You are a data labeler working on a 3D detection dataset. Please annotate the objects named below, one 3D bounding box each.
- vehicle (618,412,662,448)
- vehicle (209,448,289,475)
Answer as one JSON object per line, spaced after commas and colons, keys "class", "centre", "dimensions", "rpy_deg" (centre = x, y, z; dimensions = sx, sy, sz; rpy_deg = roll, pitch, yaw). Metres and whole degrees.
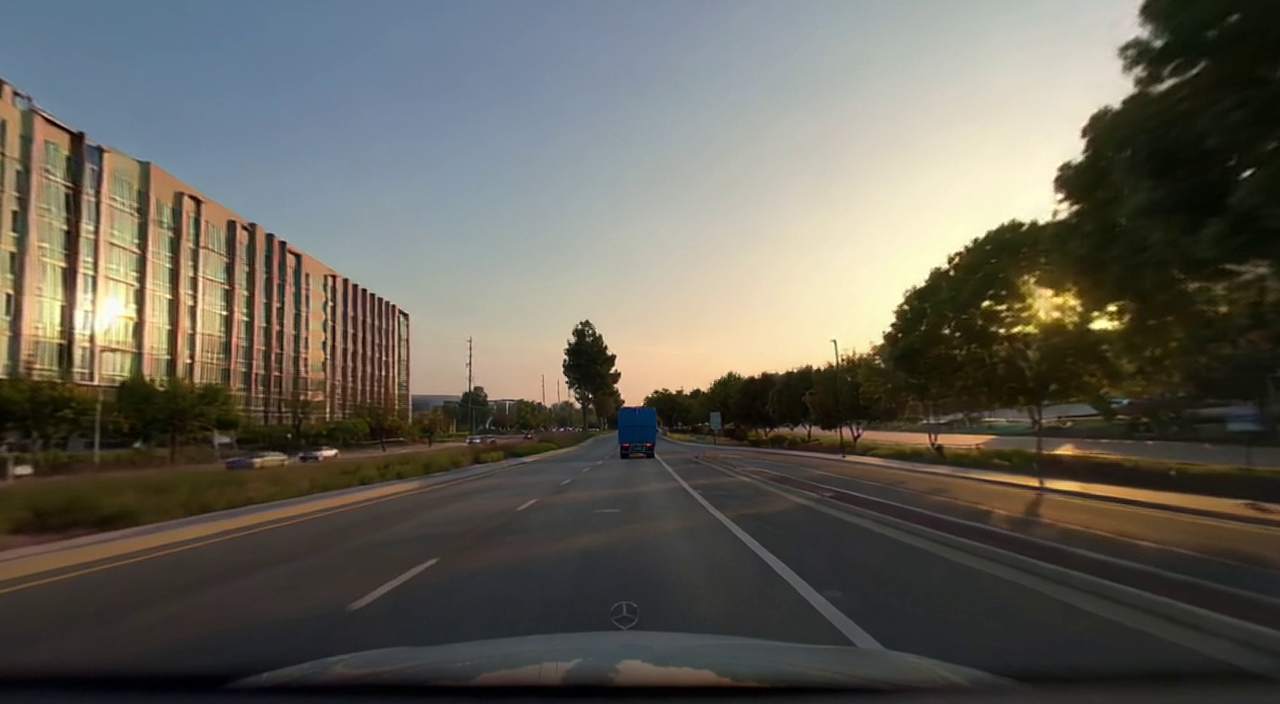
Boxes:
{"class": "vehicle", "centre": [-0.078, 4.381, 34.776], "dimensions": [2.178, 1.829, 4.932], "rpy_deg": [1, -9, -3]}
{"class": "vehicle", "centre": [-23.805, 6.660, 38.704], "dimensions": [1.904, 1.514, 4.667], "rpy_deg": [0, -9, 0]}
